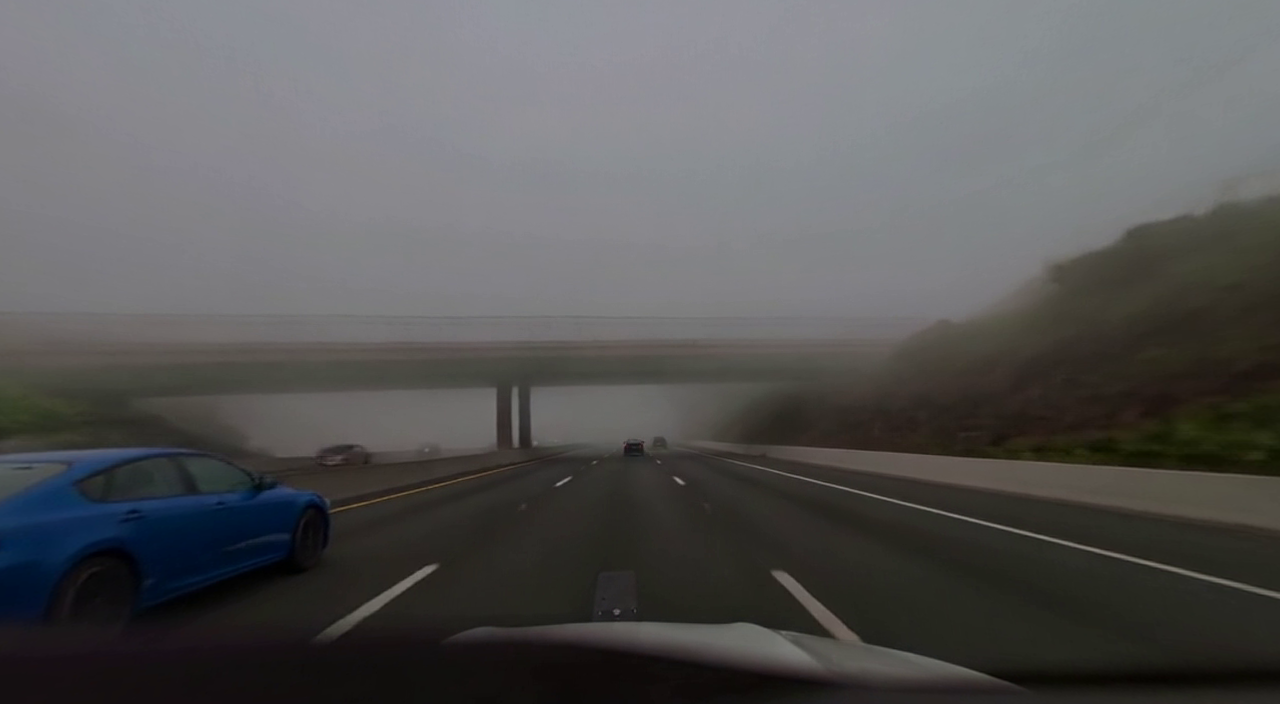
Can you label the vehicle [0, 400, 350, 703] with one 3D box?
[{"bbox_3d":[-4.009,1.169,4.462,1.981,1.475,4.084,0,-8,0],"label":"vehicle"}]
